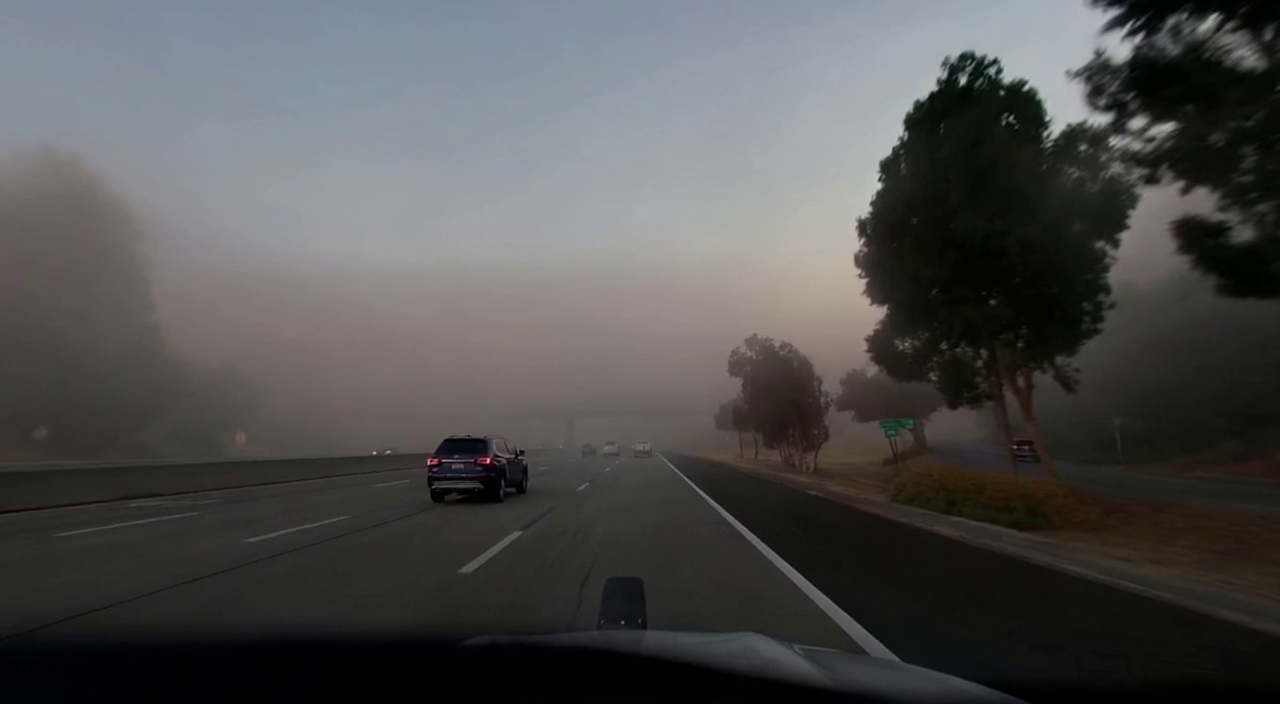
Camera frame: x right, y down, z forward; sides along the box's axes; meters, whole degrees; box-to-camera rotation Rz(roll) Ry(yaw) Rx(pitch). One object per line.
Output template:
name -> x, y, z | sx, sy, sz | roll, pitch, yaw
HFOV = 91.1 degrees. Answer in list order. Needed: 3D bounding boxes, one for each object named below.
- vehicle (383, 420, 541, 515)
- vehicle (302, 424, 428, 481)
vehicle -> -3.587, 2.427, 13.637 | 2.048, 1.705, 4.384 | 0, -8, 1
vehicle -> -10.761, 4.004, 25.230 | 2.339, 1.983, 5.671 | 0, -8, 2
